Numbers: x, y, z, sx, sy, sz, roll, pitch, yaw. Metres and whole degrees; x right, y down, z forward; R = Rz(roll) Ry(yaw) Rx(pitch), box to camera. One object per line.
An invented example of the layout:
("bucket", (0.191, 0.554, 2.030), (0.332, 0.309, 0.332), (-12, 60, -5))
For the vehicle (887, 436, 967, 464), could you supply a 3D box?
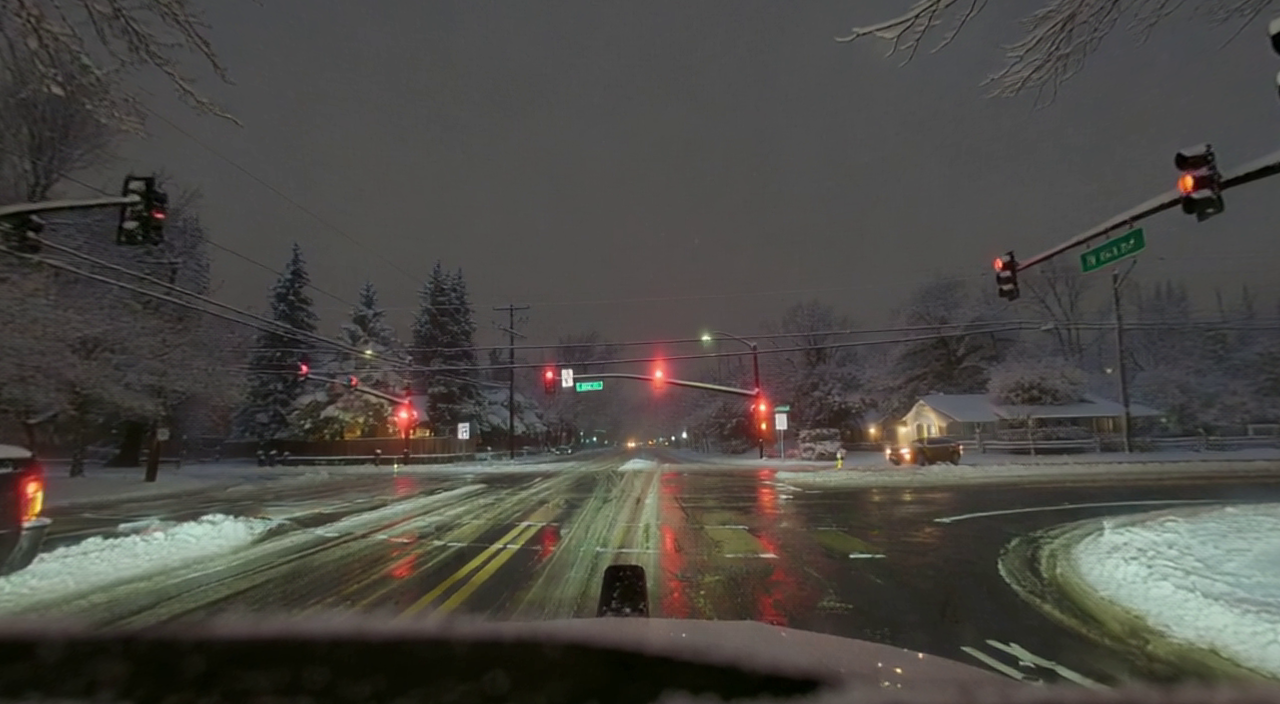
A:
("vehicle", (16.118, 5.512, 35.577), (3.952, 1.468, 1.768), (-4, -9, 22))
